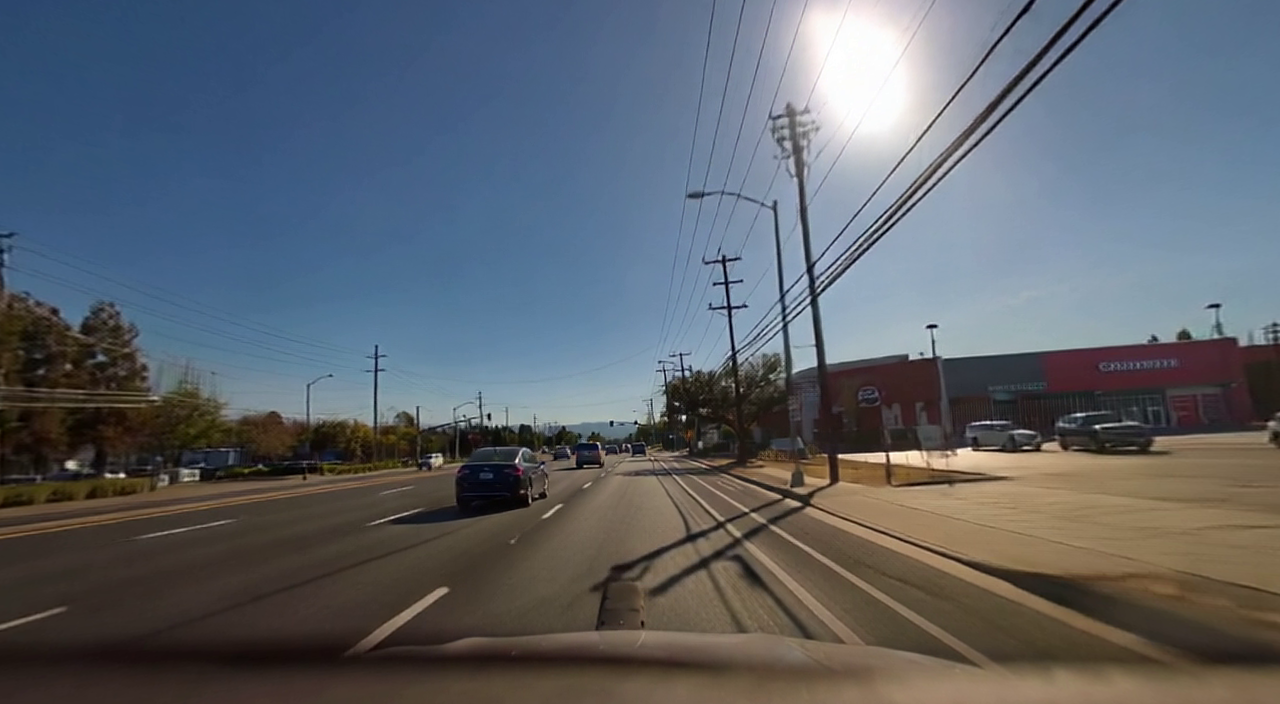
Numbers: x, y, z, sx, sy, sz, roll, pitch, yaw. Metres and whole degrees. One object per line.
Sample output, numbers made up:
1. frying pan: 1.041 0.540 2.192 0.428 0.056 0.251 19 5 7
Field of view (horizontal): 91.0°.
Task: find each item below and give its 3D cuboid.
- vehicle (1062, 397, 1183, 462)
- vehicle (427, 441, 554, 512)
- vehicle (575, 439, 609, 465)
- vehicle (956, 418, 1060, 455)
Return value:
1. vehicle: 16.485 2.607 21.452 4.319 1.812 2.020 1 -10 -39
2. vehicle: -3.446 2.969 15.493 1.942 1.469 4.426 0 -9 2
3. vehicle: -3.421 7.231 45.499 2.087 1.736 4.311 0 -9 0
4. vehicle: 16.552 3.828 28.298 4.497 1.548 1.997 5 -10 -30
